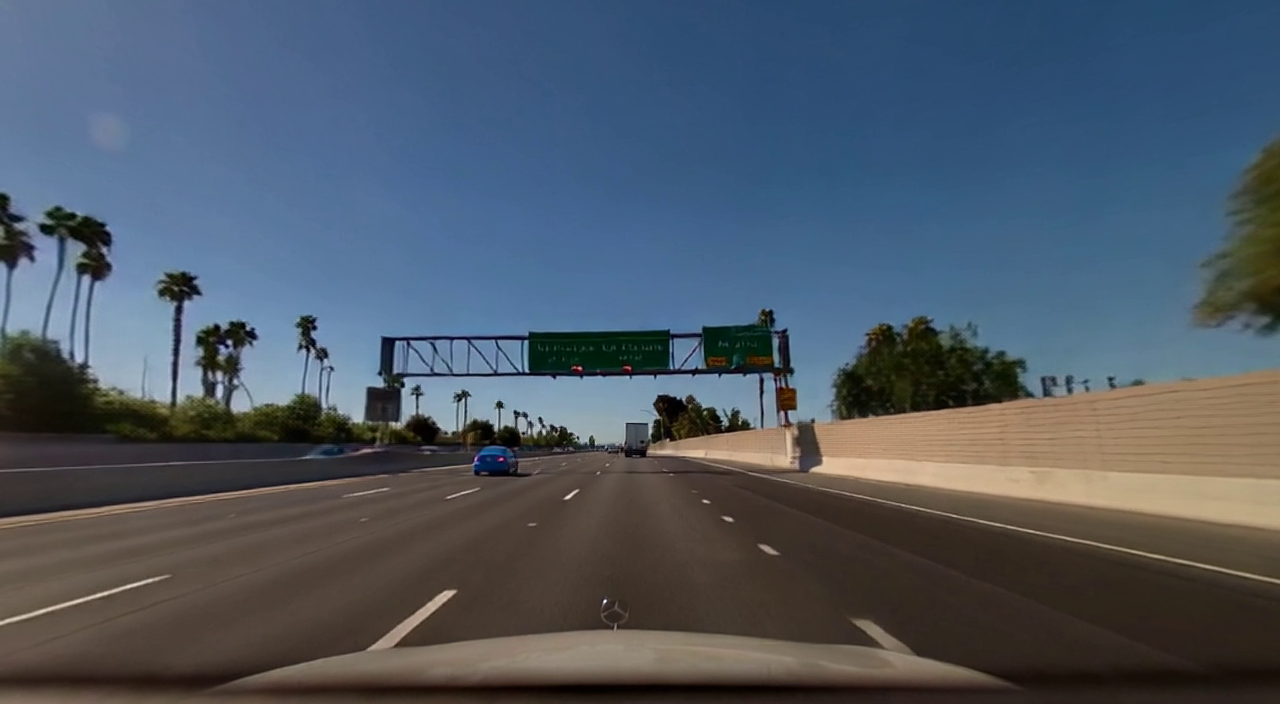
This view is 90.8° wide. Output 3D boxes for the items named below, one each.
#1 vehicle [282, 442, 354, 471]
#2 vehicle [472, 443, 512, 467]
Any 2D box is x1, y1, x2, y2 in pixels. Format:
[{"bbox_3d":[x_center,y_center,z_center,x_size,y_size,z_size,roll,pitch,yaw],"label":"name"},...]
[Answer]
[{"bbox_3d":[-20.005,6.490,39.526,2.041,1.702,4.717,0,-9,-1],"label":"vehicle"},{"bbox_3d":[-10.679,7.479,45.968,1.897,1.653,4.113,0,-9,0],"label":"vehicle"}]
